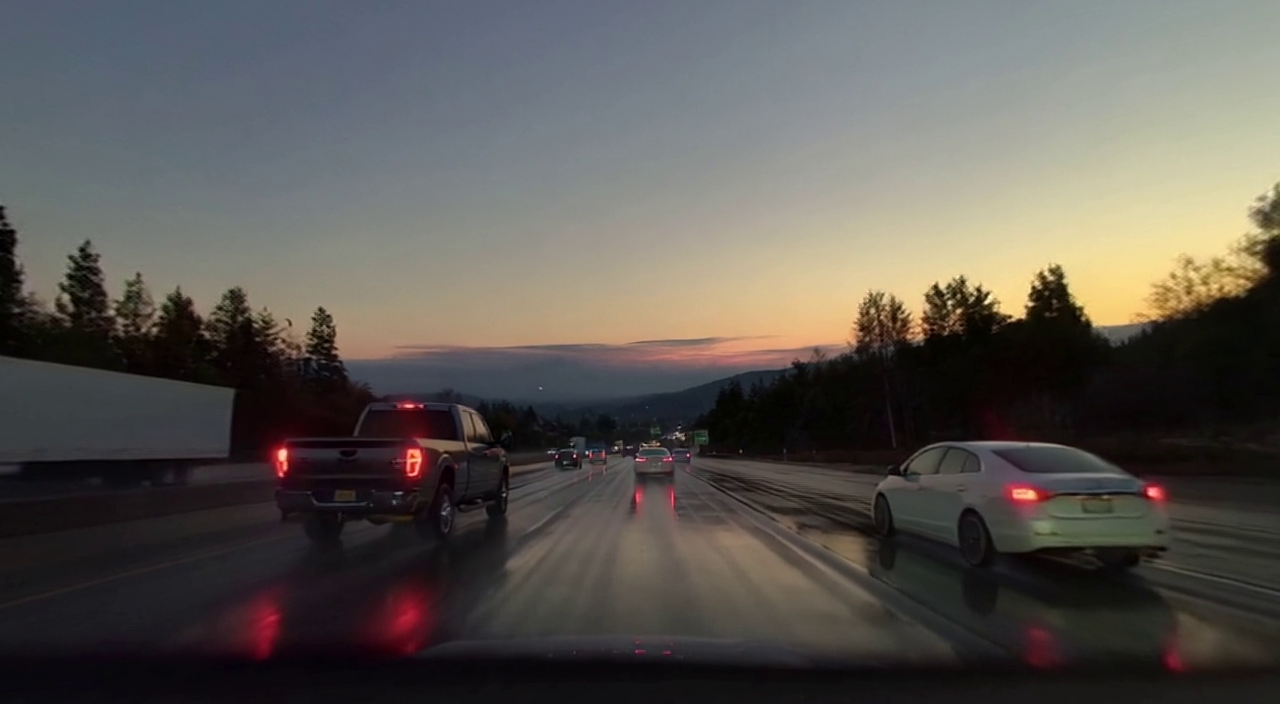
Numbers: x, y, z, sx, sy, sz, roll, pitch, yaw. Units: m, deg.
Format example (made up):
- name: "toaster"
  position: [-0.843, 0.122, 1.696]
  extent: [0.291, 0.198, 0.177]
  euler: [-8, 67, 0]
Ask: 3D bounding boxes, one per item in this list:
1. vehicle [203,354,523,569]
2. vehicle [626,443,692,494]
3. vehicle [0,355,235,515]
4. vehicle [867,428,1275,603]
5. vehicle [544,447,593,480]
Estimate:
- name: "vehicle"
  position: [-3.743, 1.714, 10.307]
  extent: [2.523, 2.458, 6.022]
  euler: [0, -9, 0]
- name: "vehicle"
  position: [0.564, 3.946, 21.571]
  extent: [2.015, 1.526, 4.286]
  euler: [0, -9, -1]
- name: "vehicle"
  position: [-17.694, 2.362, 17.450]
  extent: [2.916, 4.023, 14.198]
  euler: [-1, -9, 2]
- name: "vehicle"
  position: [4.505, 1.736, 7.533]
  extent: [1.961, 1.491, 4.035]
  euler: [0, -9, -1]
- name: "vehicle"
  position: [-3.544, 5.596, 31.783]
  extent: [1.940, 1.502, 4.463]
  euler: [0, -9, 0]
